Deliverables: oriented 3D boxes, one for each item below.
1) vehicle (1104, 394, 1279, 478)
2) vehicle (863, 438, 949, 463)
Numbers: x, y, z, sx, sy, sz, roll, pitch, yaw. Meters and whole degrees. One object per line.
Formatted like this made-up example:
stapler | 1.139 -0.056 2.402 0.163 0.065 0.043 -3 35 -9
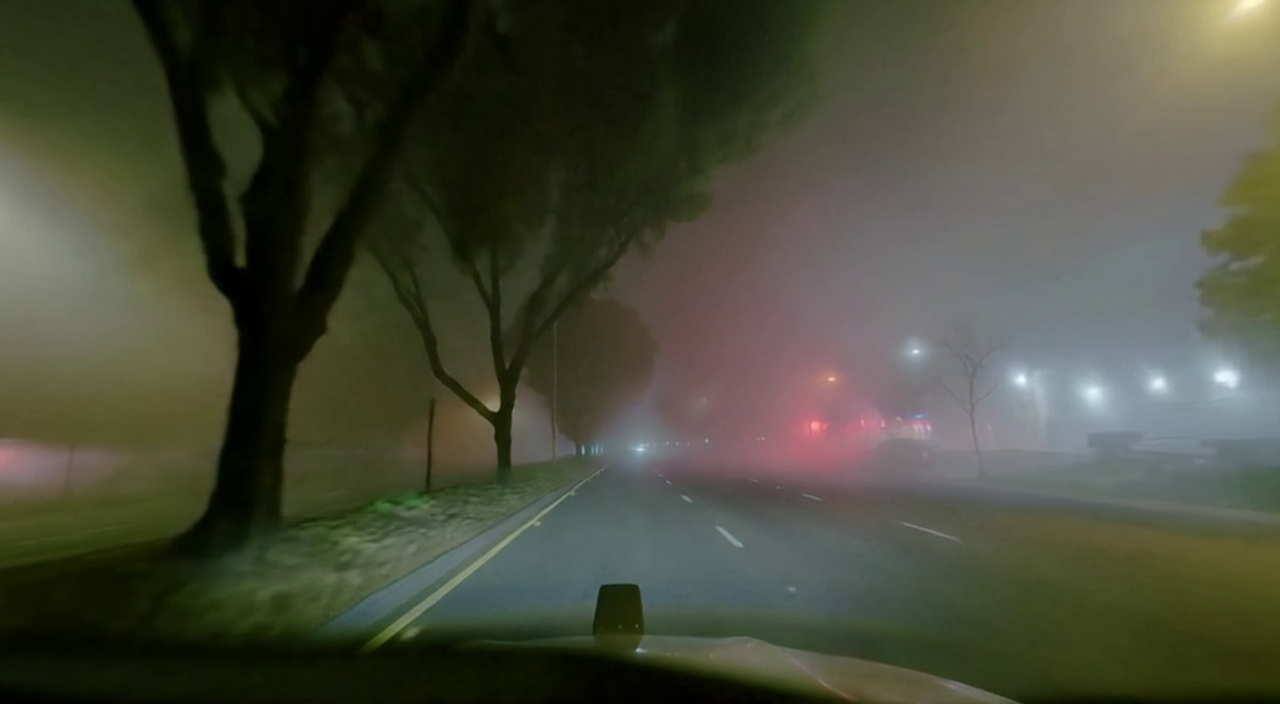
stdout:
vehicle | 21.652 3.319 24.619 2.400 2.851 5.992 0 -9 0
vehicle | 16.890 6.249 40.257 4.505 1.498 2.068 0 -9 -3
